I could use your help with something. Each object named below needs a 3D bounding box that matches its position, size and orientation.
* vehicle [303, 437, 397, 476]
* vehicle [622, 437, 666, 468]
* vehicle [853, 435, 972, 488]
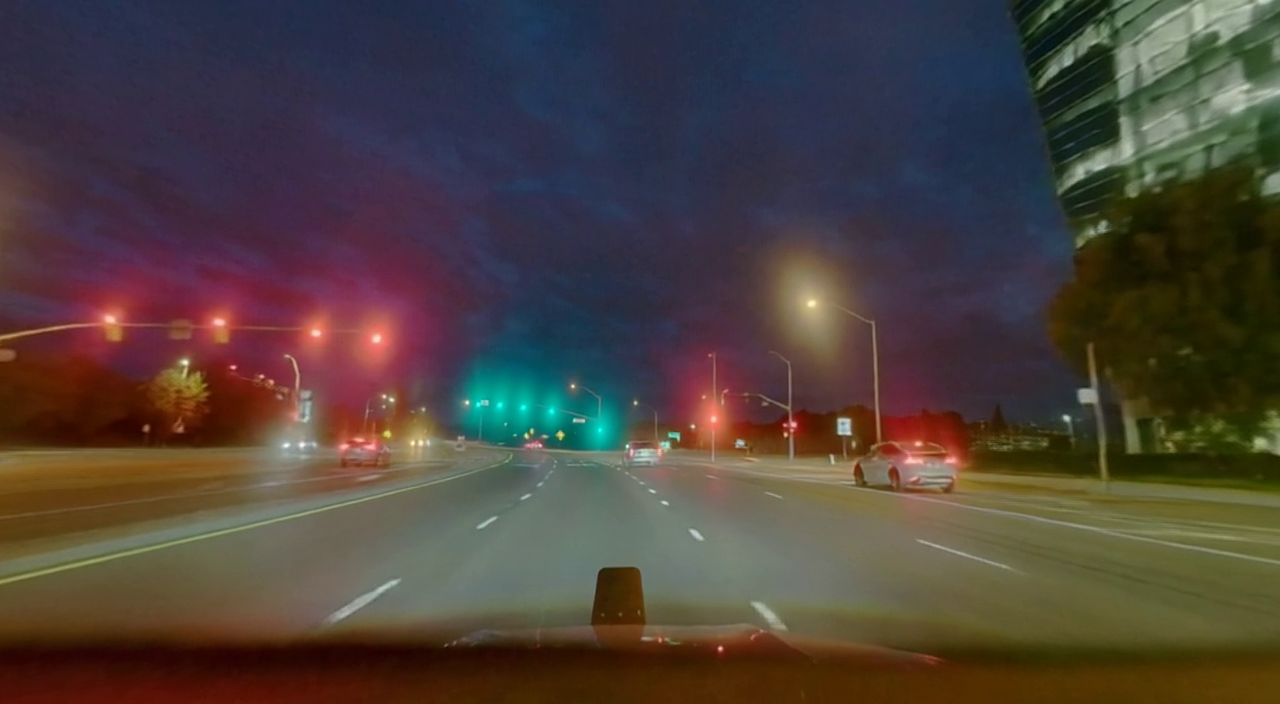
[{"bbox_3d":[-13.049,4.724,28.845,2.399,1.624,4.585,1,-8,-4],"label":"vehicle"},{"bbox_3d":[0.167,6.006,38.022,2.024,1.724,3.928,1,-9,-8],"label":"vehicle"},{"bbox_3d":[9.865,3.980,23.395,2.130,1.741,4.665,0,-8,-3],"label":"vehicle"}]
